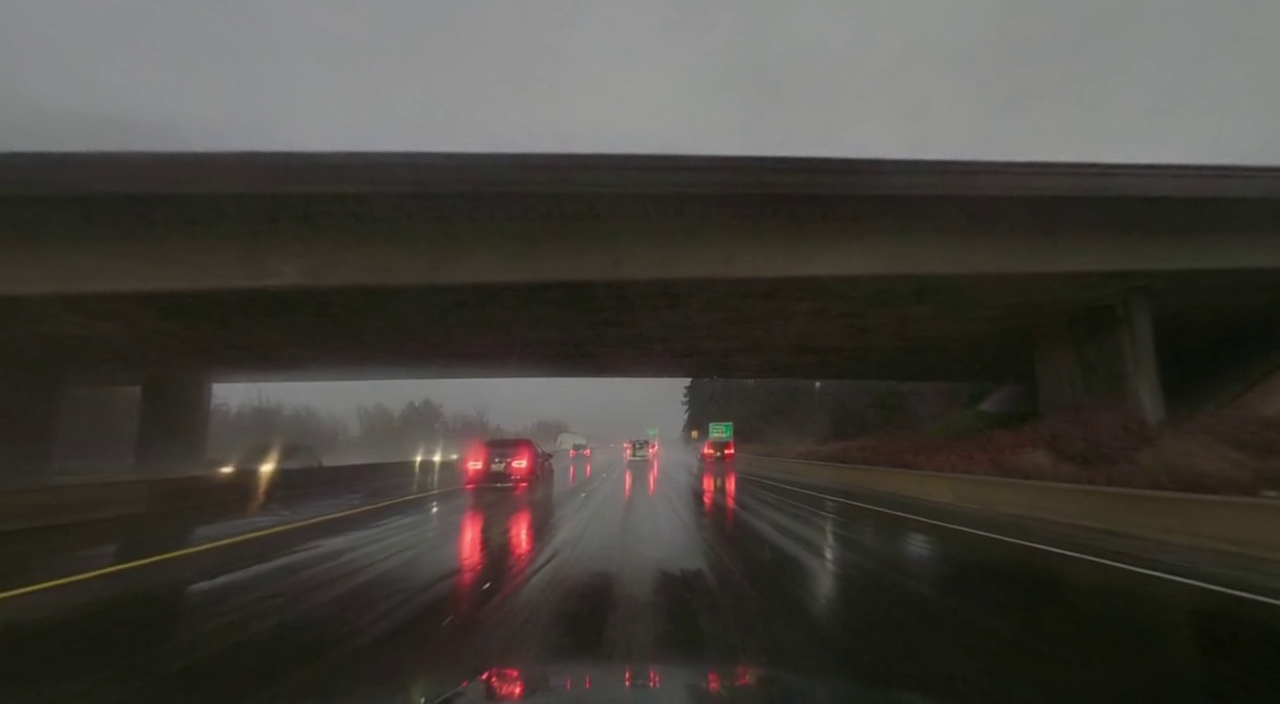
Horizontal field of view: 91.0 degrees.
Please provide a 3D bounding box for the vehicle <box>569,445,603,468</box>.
[{"bbox_3d":[-3.707,7.236,43.846,1.994,1.475,4.171,0,-9,0],"label":"vehicle"}]

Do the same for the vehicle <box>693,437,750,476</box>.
[{"bbox_3d":[4.025,5.285,32.017,2.231,1.807,4.588,0,-9,-1],"label":"vehicle"}]

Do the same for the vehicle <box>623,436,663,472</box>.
[{"bbox_3d":[0.144,5.847,36.333,2.155,1.909,4.529,0,-9,0],"label":"vehicle"}]

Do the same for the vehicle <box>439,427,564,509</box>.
[{"bbox_3d":[-3.264,2.857,15.905,2.089,1.751,4.515,0,-9,1],"label":"vehicle"}]

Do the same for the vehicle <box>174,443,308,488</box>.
[{"bbox_3d":[-17.998,5.119,28.872,2.219,1.821,5.675,0,-9,2],"label":"vehicle"}]
